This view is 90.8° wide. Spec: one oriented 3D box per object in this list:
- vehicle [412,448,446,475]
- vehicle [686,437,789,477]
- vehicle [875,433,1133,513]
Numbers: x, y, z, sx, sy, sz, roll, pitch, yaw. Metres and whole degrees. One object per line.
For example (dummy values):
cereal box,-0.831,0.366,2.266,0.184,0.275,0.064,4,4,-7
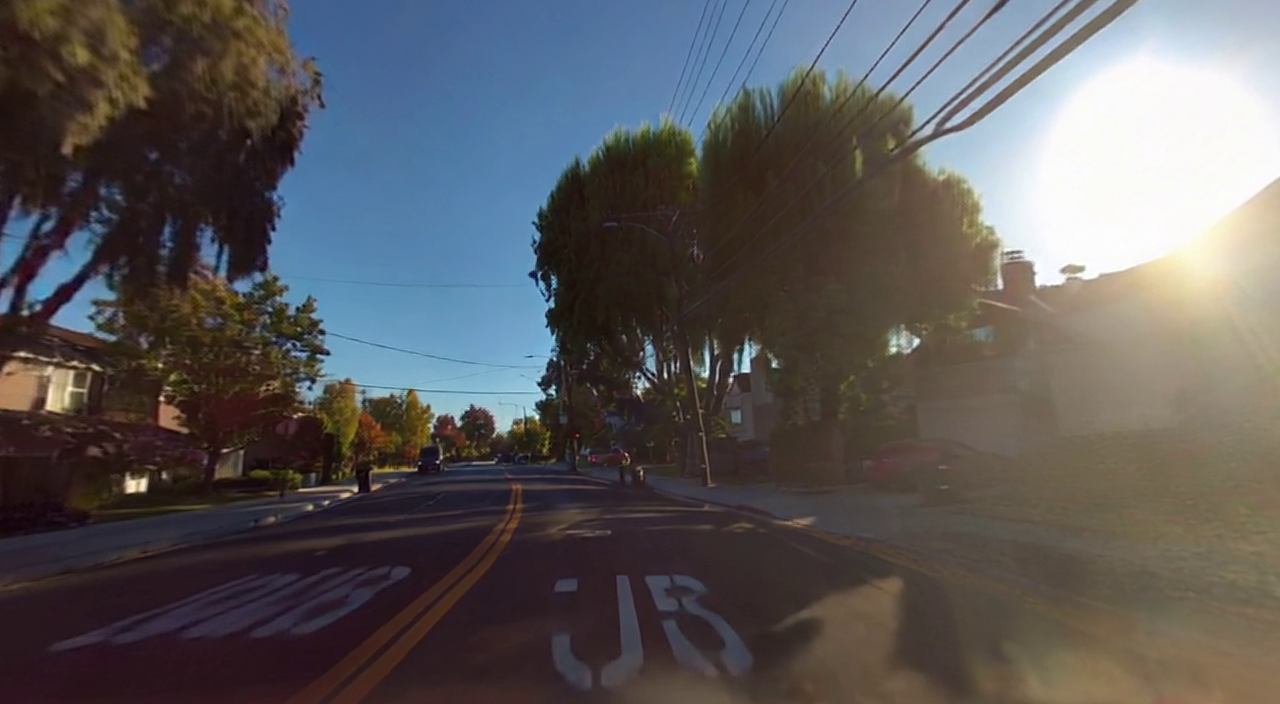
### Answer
vehicle,-16.156,8.469,48.543,2.046,1.777,4.473,0,-12,-14
vehicle,4.551,4.959,29.785,4.337,1.768,1.962,3,-9,-12
vehicle,7.622,2.554,13.528,4.382,1.531,1.925,1,-9,-5
